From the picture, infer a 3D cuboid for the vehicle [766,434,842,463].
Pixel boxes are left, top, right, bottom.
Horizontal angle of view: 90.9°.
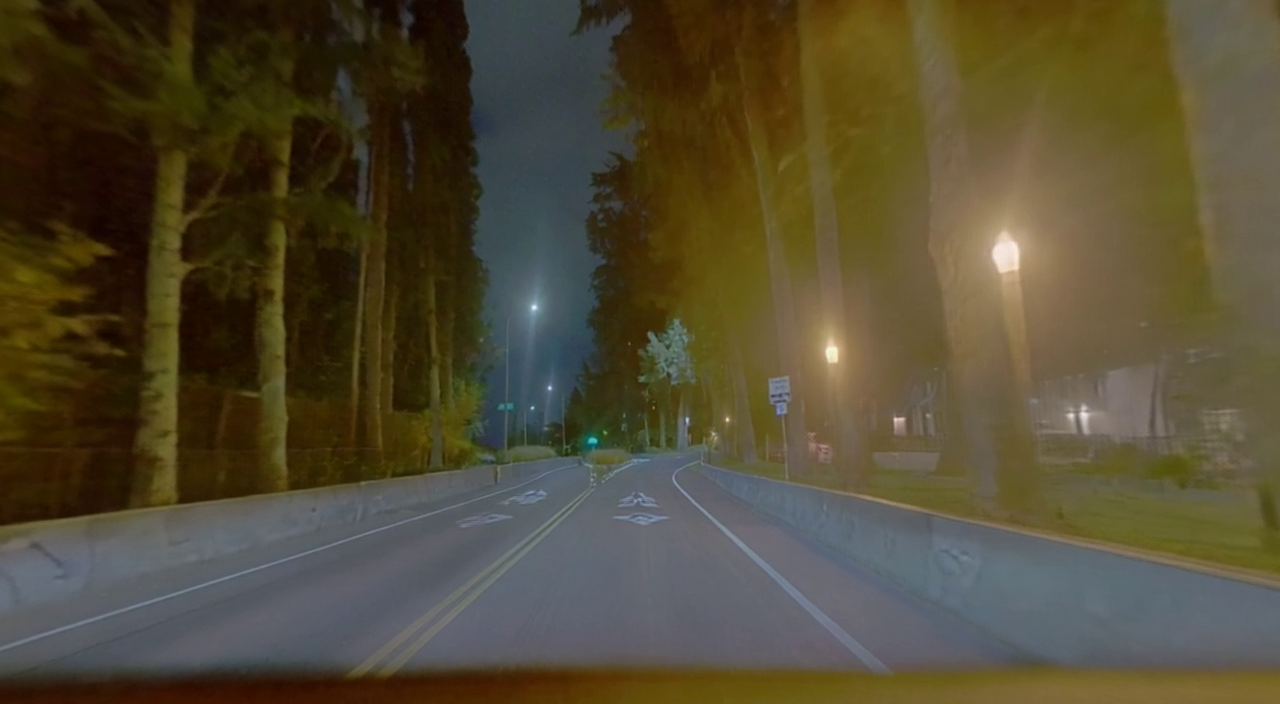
[{"bbox_3d":[10.937,6.439,42.283,4.614,1.764,1.860,-3,-8,6],"label":"vehicle"}]
